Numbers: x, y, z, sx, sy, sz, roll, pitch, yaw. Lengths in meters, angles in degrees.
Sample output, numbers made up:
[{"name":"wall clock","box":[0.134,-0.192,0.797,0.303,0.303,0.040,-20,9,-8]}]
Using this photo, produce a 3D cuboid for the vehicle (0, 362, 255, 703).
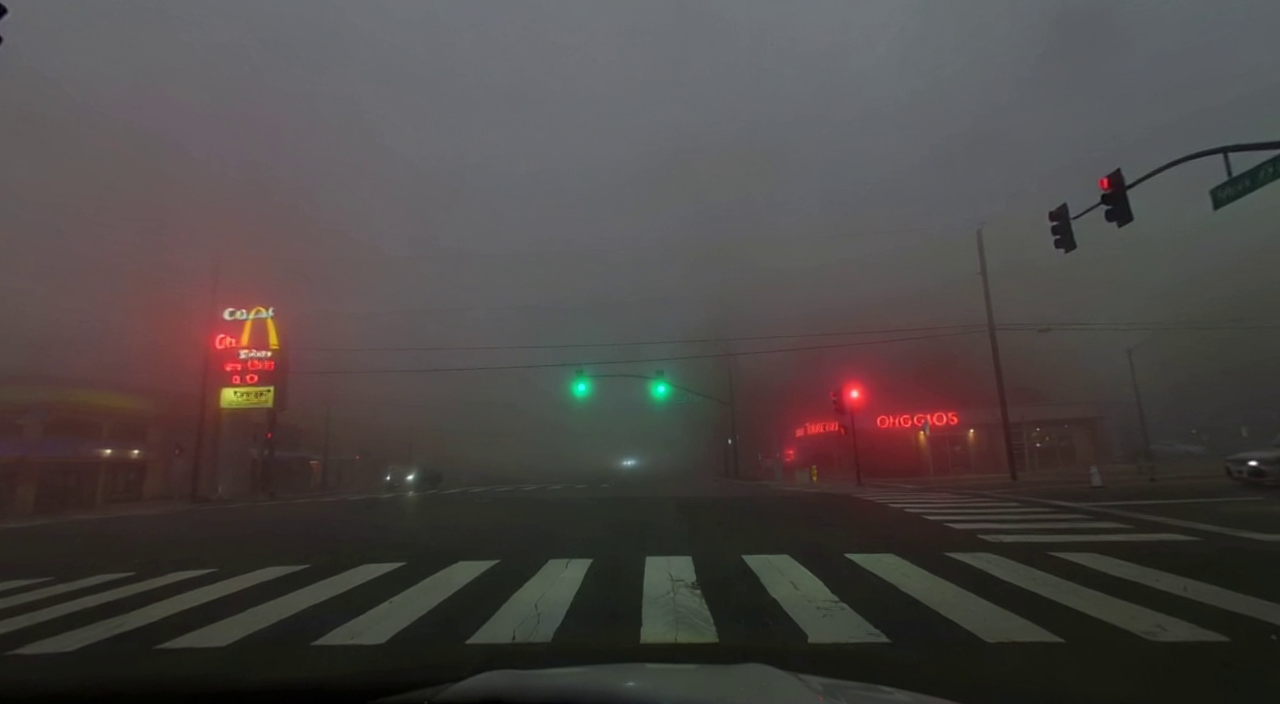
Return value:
[{"name":"vehicle","box":[-3.412,0.731,1.404,2.081,1.644,4.523,0,-9,2]}]

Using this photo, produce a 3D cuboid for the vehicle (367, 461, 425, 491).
[{"name":"vehicle","box":[-19.200,9.755,49.815,2.227,2.033,5.614,0,-9,1]}]

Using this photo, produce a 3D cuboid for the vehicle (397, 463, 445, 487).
[{"name":"vehicle","box":[-15.734,8.832,45.417,1.931,1.471,4.152,0,-9,0]}]
